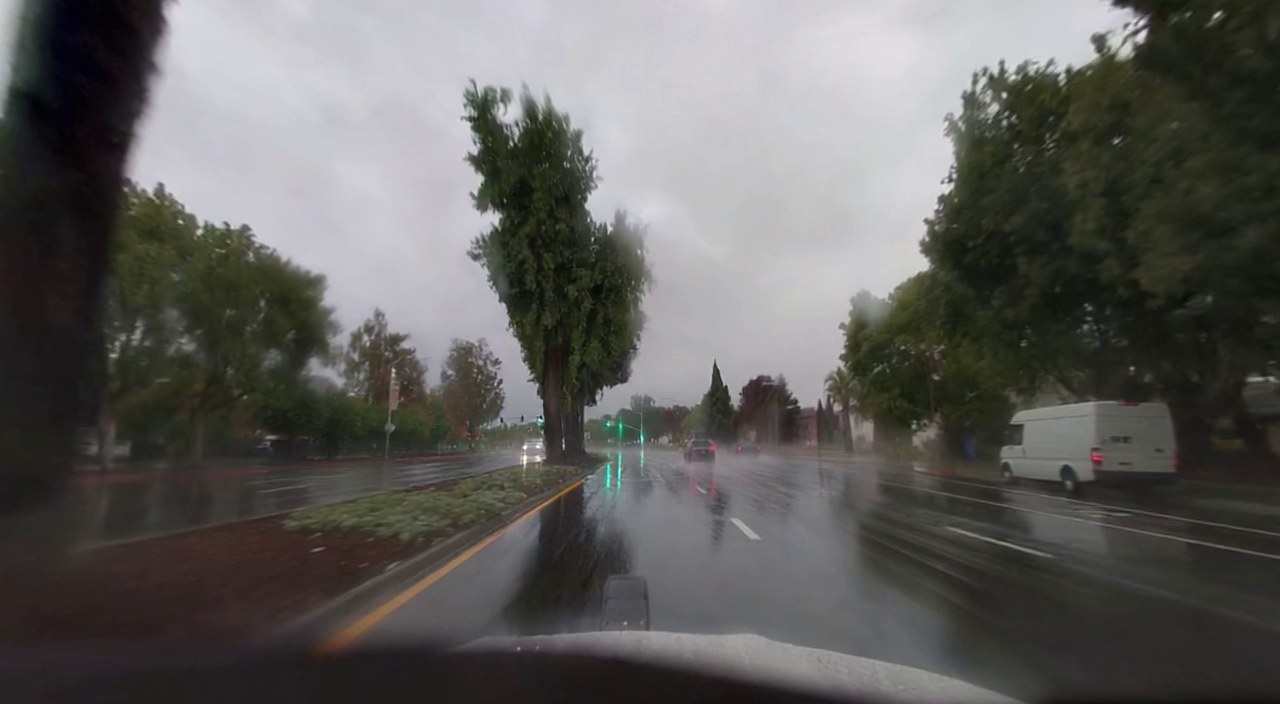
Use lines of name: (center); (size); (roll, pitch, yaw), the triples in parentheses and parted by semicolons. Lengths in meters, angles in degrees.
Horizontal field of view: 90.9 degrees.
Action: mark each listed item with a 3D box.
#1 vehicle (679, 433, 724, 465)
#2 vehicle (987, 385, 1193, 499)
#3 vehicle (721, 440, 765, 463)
vehicle: (3.668, 5.910, 38.483); (2.046, 1.818, 4.603); (0, -8, -3)
vehicle: (14.068, 2.902, 20.400); (2.703, 3.137, 5.589); (-1, -8, 4)
vehicle: (6.976, 6.776, 43.122); (1.969, 1.522, 4.609); (0, -8, -3)
